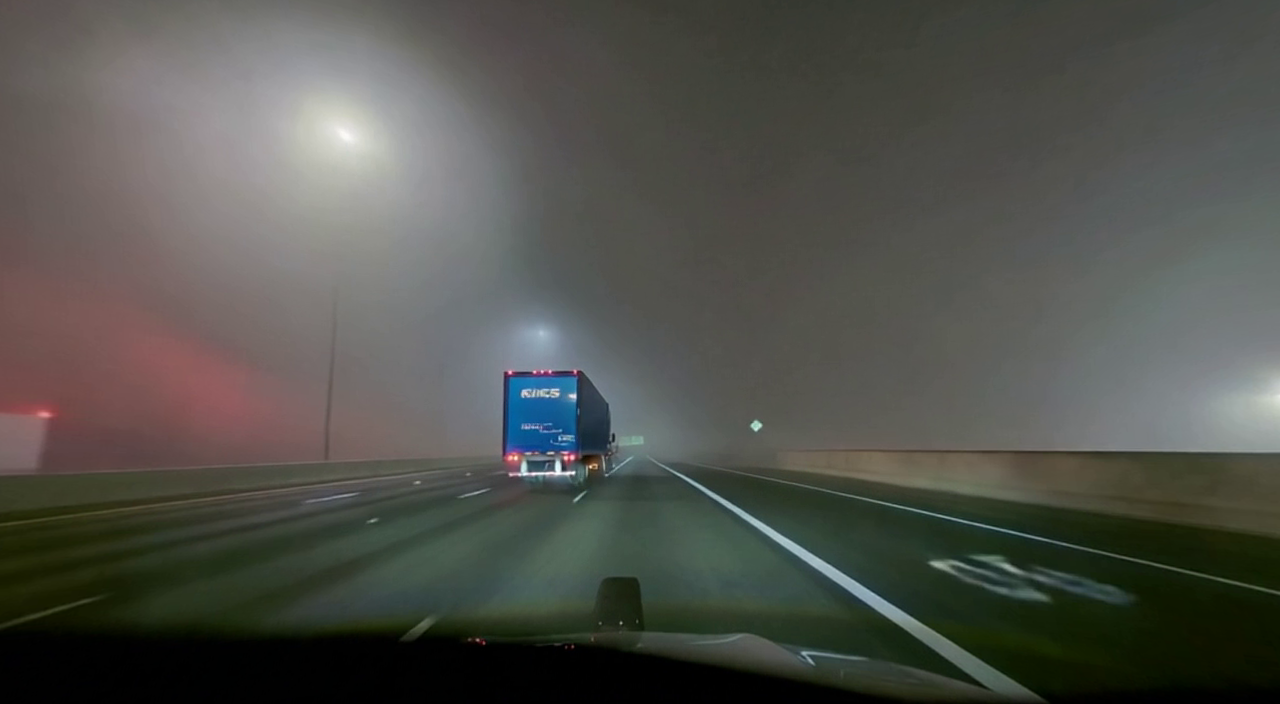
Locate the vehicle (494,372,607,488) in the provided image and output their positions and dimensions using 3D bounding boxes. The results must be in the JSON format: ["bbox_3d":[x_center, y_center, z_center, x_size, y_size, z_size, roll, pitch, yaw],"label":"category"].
[{"bbox_3d":[-3.337,3.509,27.162,3.059,3.956,11.036,0,-9,1],"label":"vehicle"}]
